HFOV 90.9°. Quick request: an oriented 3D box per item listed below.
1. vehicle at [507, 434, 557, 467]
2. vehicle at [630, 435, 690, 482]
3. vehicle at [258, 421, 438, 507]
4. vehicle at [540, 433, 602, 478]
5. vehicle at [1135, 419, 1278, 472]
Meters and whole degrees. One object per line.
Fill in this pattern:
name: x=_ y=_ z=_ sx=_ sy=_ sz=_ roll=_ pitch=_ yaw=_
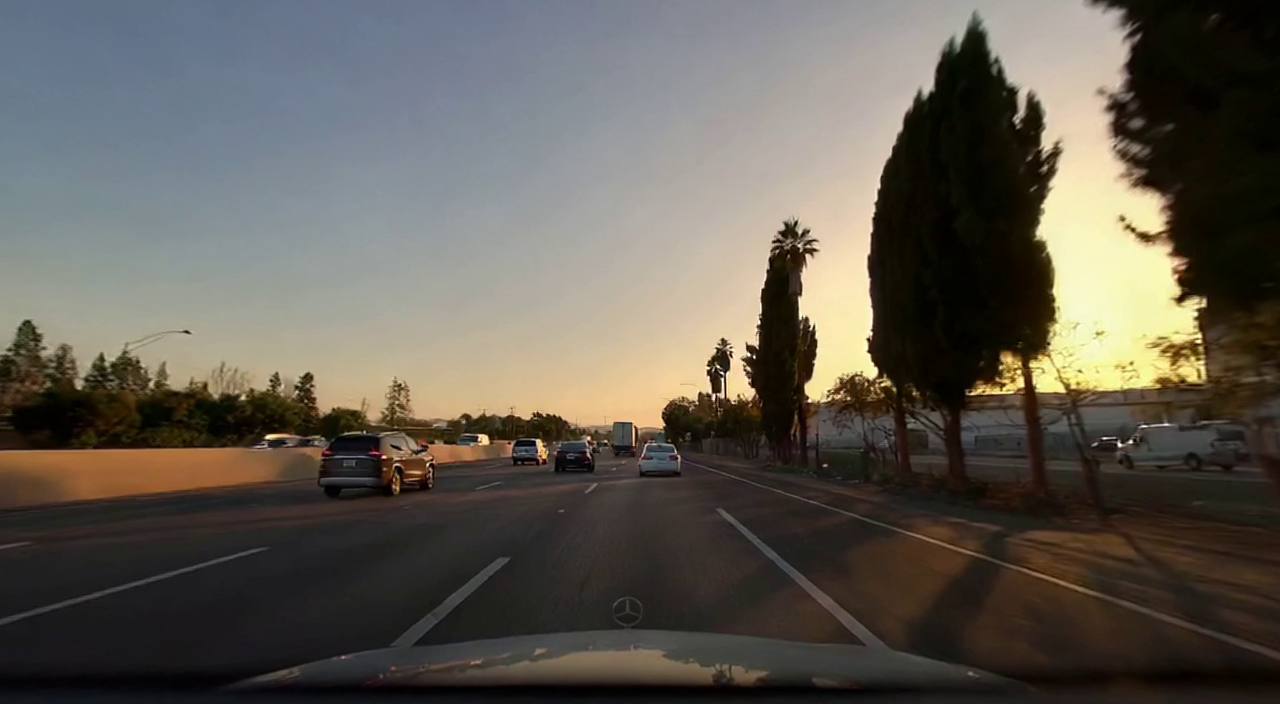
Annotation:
vehicle: x=-6.639 y=6.082 z=39.191 sx=2.085 sy=1.932 sz=4.967 roll=0 pitch=-8 yaw=2
vehicle: x=0.716 y=4.087 z=24.529 sx=2.136 sy=1.678 sz=4.052 roll=0 pitch=-8 yaw=0
vehicle: x=-6.845 y=2.673 z=15.539 sx=2.105 sy=1.790 sz=4.689 roll=0 pitch=-8 yaw=1
vehicle: x=-2.971 y=4.576 z=28.220 sx=2.108 sy=1.832 sz=4.549 roll=0 pitch=-8 yaw=2
vehicle: x=35.302 y=5.859 z=39.731 sx=2.822 sy=2.998 sz=6.825 roll=-1 pitch=-8 yaw=3
